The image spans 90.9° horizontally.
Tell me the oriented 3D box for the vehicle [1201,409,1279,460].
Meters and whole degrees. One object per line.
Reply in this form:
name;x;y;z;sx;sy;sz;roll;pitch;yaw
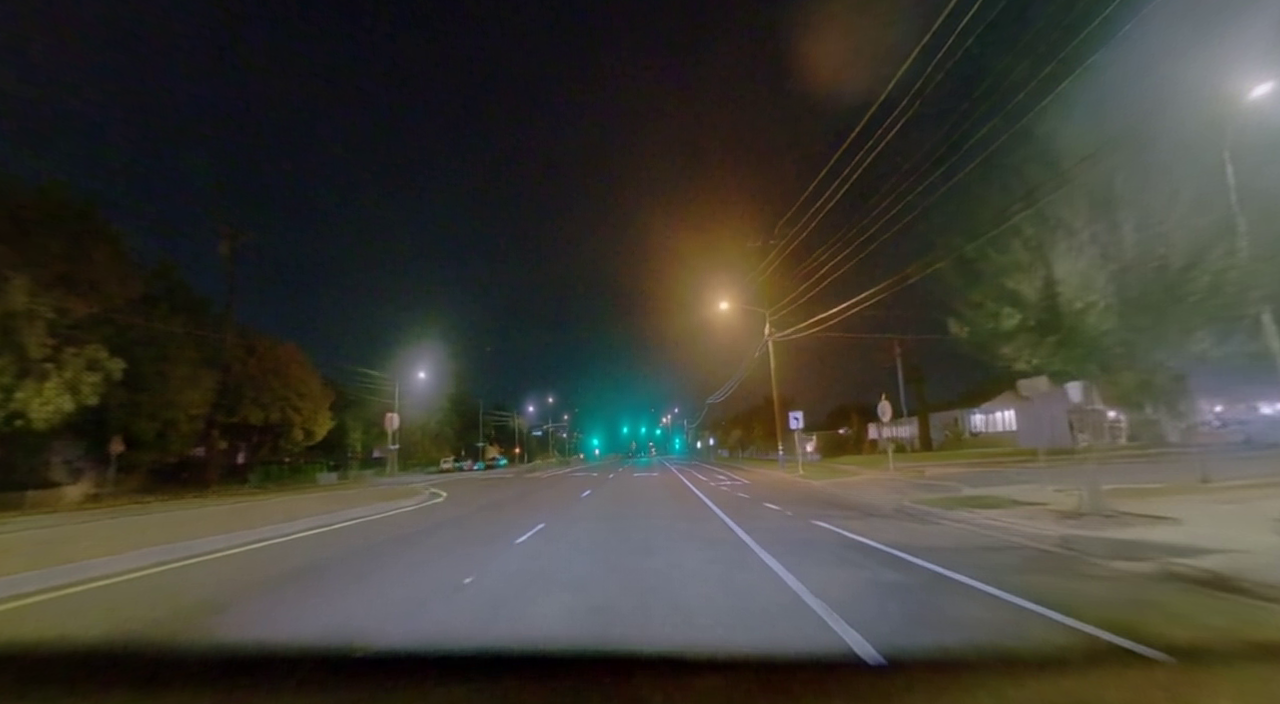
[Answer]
vehicle;26.610;3.493;26.431;2.009;2.044;4.571;0;-9;3
